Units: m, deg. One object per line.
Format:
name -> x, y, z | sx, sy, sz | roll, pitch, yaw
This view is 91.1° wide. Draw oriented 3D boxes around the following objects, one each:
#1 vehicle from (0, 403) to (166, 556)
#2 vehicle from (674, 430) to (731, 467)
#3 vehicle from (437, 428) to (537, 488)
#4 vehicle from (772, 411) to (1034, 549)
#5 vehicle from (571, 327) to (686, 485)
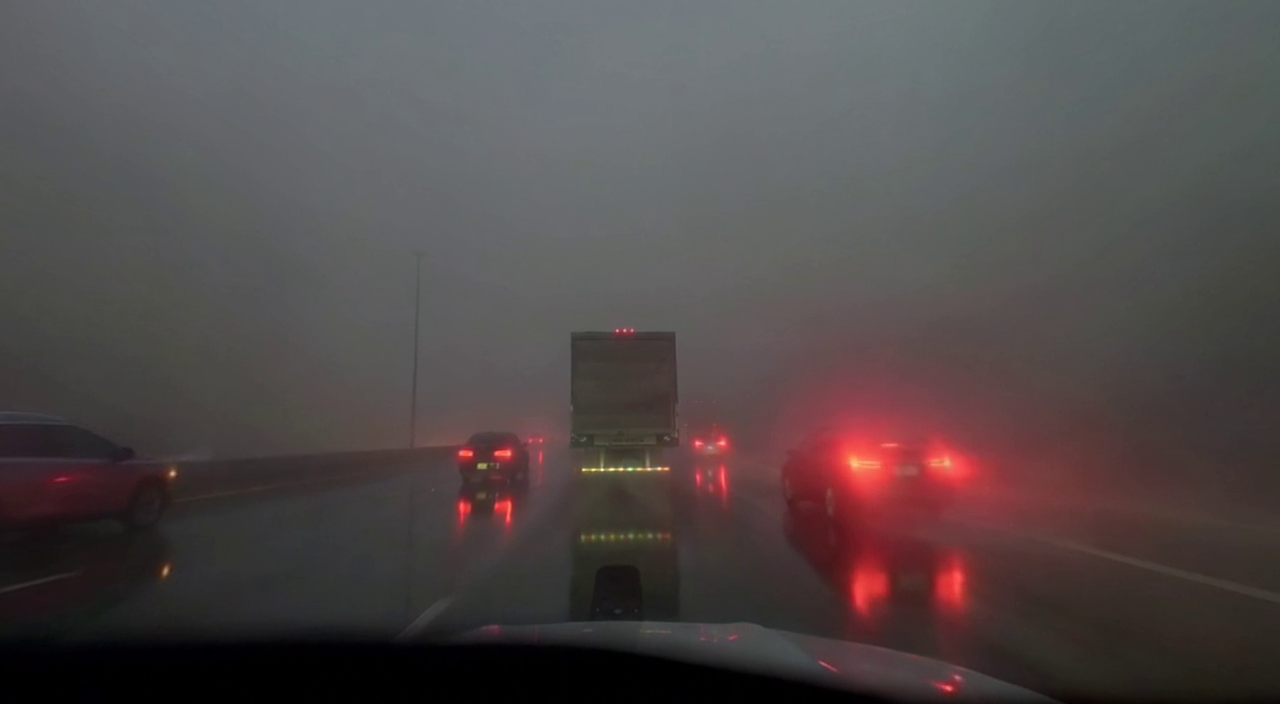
vehicle -> -7.929, 1.429, 7.136 | 1.944, 1.653, 4.097 | 0, -8, -1
vehicle -> 2.671, 4.260, 27.977 | 1.976, 1.513, 4.065 | 0, -8, -2
vehicle -> -4.143, 2.910, 17.675 | 1.882, 1.493, 3.828 | 0, -8, -1
vehicle -> 3.419, 1.724, 9.222 | 1.945, 1.529, 4.129 | 0, -8, -2
vehicle -> -0.475, 2.023, 21.138 | 2.938, 4.033, 9.980 | 0, -8, -2
